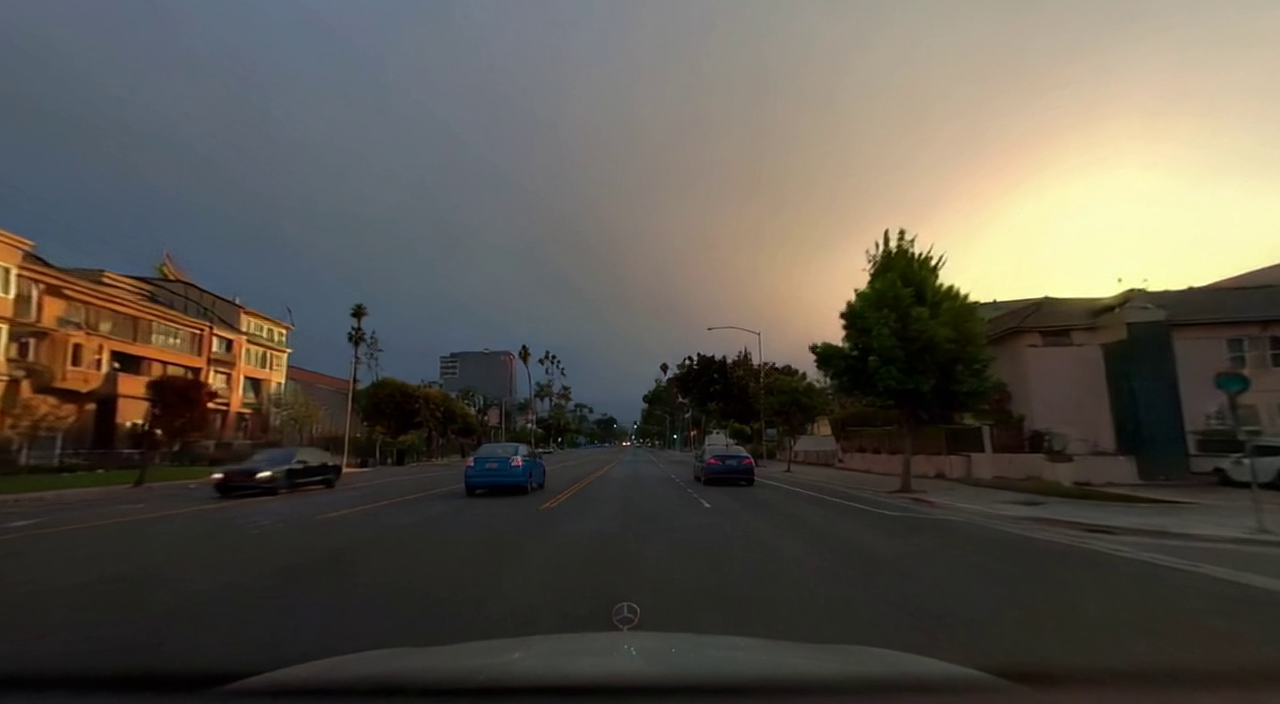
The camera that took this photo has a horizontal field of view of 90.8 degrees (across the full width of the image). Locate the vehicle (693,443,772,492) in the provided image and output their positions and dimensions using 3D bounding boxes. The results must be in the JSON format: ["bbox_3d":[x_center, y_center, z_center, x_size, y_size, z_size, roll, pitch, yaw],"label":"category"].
[{"bbox_3d":[3.035,3.903,21.782,1.978,1.471,4.426,0,-9,-1],"label":"vehicle"}]

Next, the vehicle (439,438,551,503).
[{"bbox_3d":[-3.742,3.118,17.080,2.062,1.527,4.044,0,-9,0],"label":"vehicle"}]

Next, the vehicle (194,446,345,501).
[{"bbox_3d":[-11.249,3.688,19.641,1.931,1.487,4.500,0,-9,0],"label":"vehicle"}]

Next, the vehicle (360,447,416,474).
[{"bbox_3d":[-17.999,7.726,45.354,2.078,1.730,4.740,-3,-9,0],"label":"vehicle"}]
